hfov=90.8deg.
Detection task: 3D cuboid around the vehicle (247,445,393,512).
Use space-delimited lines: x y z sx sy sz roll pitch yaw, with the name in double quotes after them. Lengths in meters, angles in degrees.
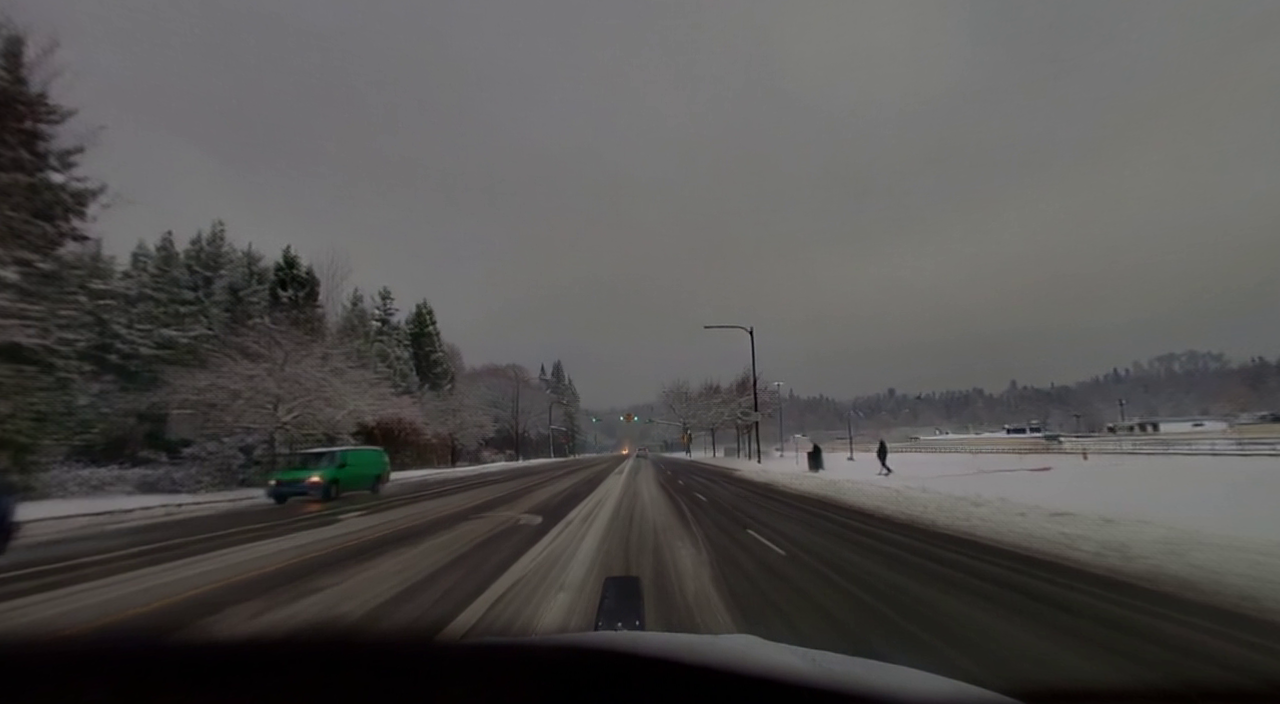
-9.234 3.646 18.771 2.066 1.709 4.509 0 -9 -2 "vehicle"
